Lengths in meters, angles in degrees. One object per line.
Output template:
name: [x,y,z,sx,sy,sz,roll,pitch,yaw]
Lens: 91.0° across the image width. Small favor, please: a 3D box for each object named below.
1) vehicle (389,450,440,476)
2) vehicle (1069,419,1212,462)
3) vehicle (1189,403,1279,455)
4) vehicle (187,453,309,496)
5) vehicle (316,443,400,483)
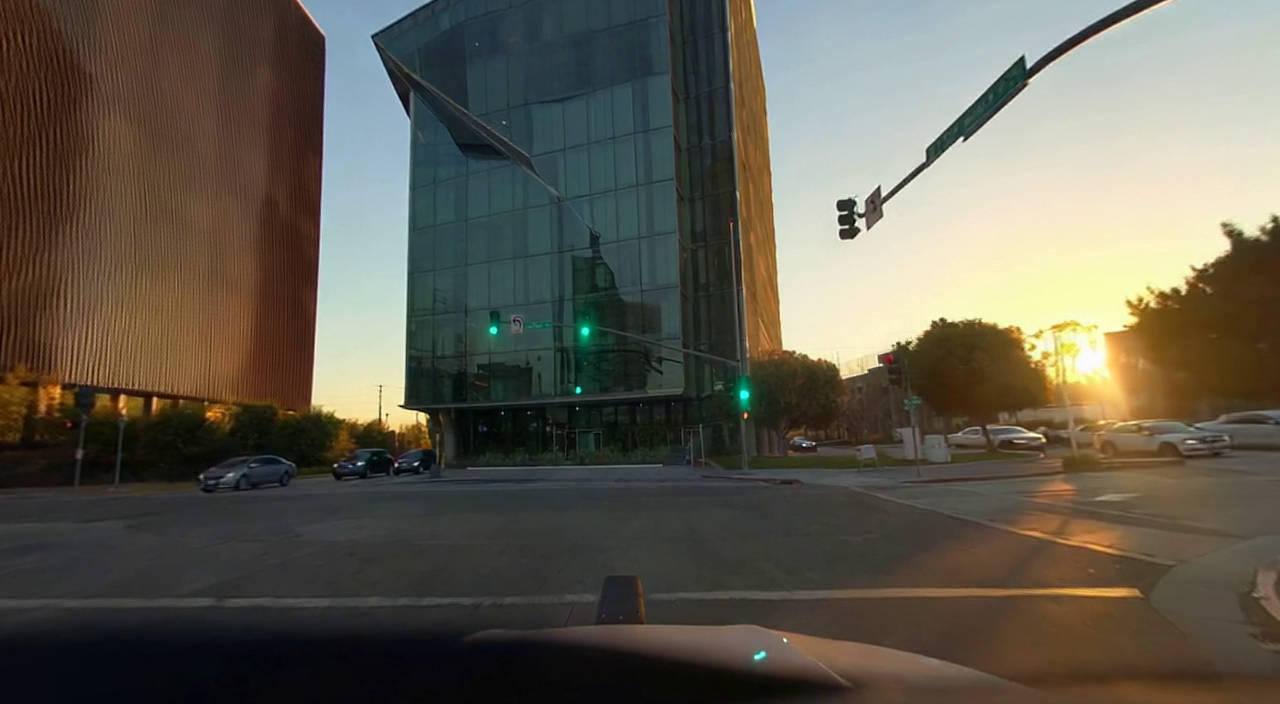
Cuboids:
vehicle: [-15.133,7.450,42.439,1.932,1.605,4.146,0,-9,-1]
vehicle: [19.086,3.455,24.341,1.834,1.480,4.458,0,-9,-1]
vehicle: [24.404,2.944,24.069,2.109,1.836,5.080,-2,-10,-1]
vehicle: [-14.935,4.654,24.335,1.790,1.437,4.349,0,-9,2]
vehicle: [-14.847,5.866,33.542,2.091,1.915,5.040,0,-9,0]
